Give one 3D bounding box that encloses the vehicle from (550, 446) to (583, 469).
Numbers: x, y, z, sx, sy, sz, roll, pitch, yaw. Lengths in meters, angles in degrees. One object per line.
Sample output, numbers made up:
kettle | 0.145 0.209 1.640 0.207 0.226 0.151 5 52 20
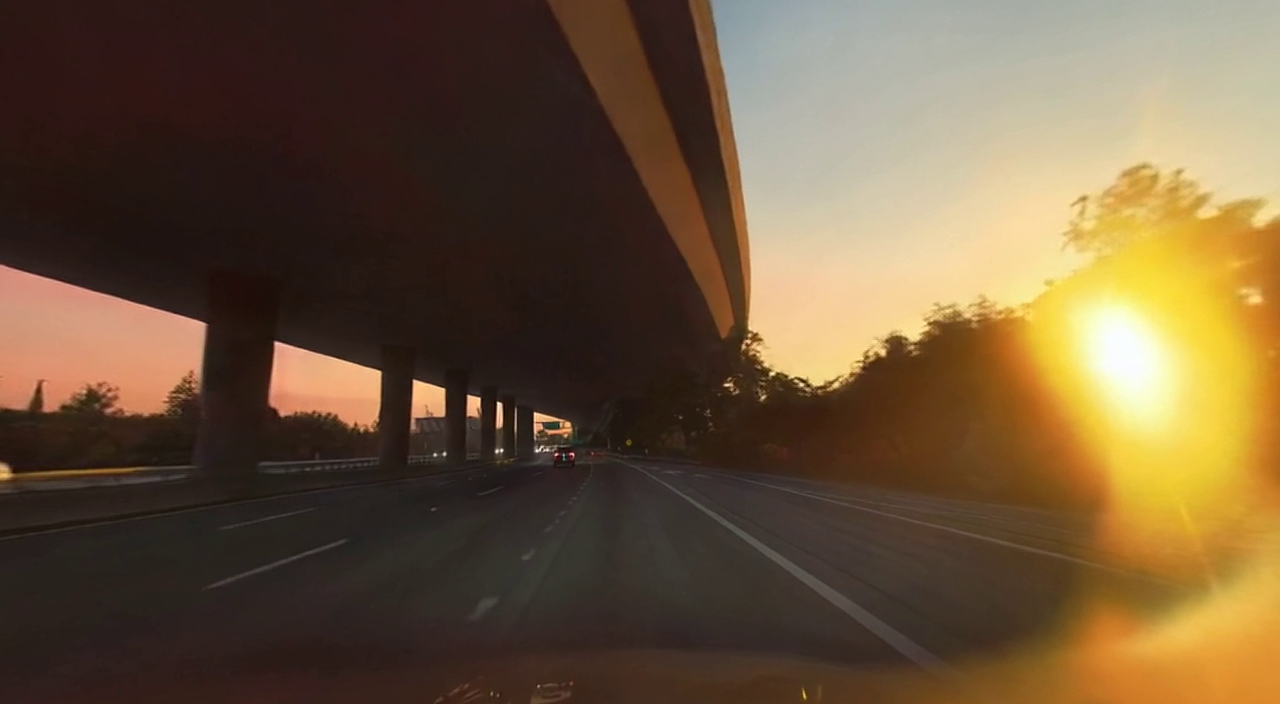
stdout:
vehicle | -5.349 7.746 46.114 2.248 1.619 3.848 0 -9 -4
